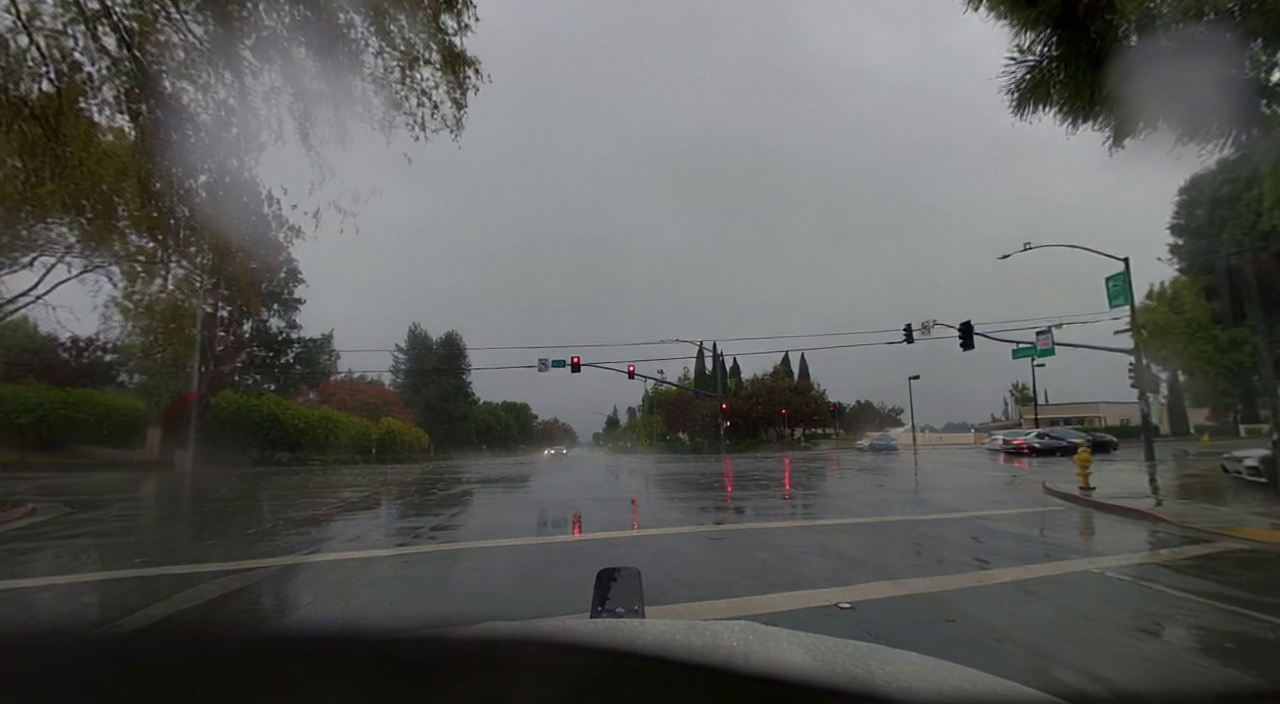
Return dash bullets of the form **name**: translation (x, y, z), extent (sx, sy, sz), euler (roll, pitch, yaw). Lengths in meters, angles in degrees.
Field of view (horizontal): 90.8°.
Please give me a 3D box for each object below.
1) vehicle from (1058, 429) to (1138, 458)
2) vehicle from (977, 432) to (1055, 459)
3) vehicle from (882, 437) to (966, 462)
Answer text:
- **vehicle**: translation (36.109, 7.212, 49.739), extent (6.148, 2.119, 2.473), euler (4, -10, -28)
- **vehicle**: translation (26.956, 6.730, 45.253), extent (5.032, 1.828, 2.183), euler (4, -9, -24)
- **vehicle**: translation (18.710, 6.428, 41.614), extent (5.234, 1.549, 1.982), euler (4, -9, -24)
